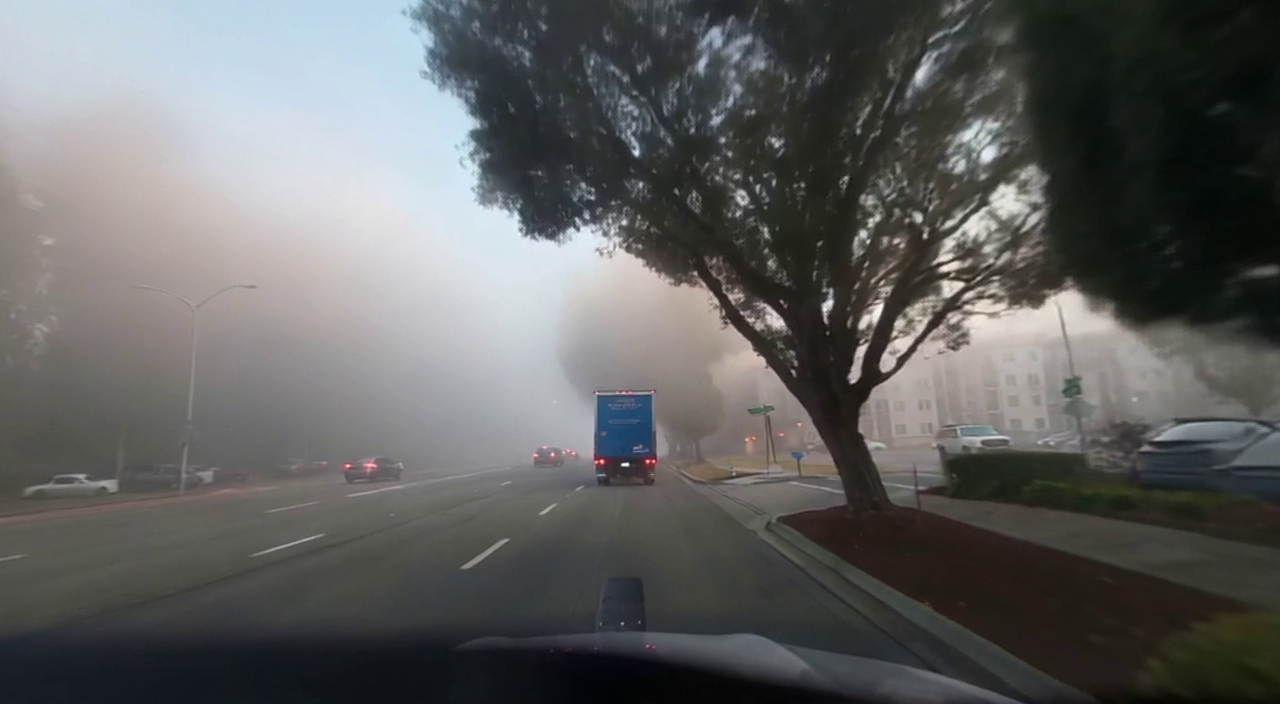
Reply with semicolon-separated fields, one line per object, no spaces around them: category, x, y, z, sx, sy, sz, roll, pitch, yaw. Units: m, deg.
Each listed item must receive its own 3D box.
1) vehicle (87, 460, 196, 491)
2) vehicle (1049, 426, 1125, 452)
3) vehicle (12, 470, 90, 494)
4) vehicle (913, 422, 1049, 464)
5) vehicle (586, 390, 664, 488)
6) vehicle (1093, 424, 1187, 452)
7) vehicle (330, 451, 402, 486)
vehicle;-34.372;8.541;43.384;5.452;1.994;2.312;0;-9;0
vehicle;27.010;5.310;37.984;3.313;1.373;1.590;-2;-10;-1
vehicle;-39.782;8.748;42.434;1.645;1.416;3.497;-6;-10;39
vehicle;13.424;3.606;24.915;4.321;1.579;1.823;0;-8;0
vehicle;-0.603;3.921;27.930;2.905;3.644;8.807;0;-9;0
vehicle;25.993;4.476;32.699;3.537;1.393;1.581;0;-10;-2
vehicle;-14.344;6.077;33.129;1.958;1.672;4.283;0;-9;-1
